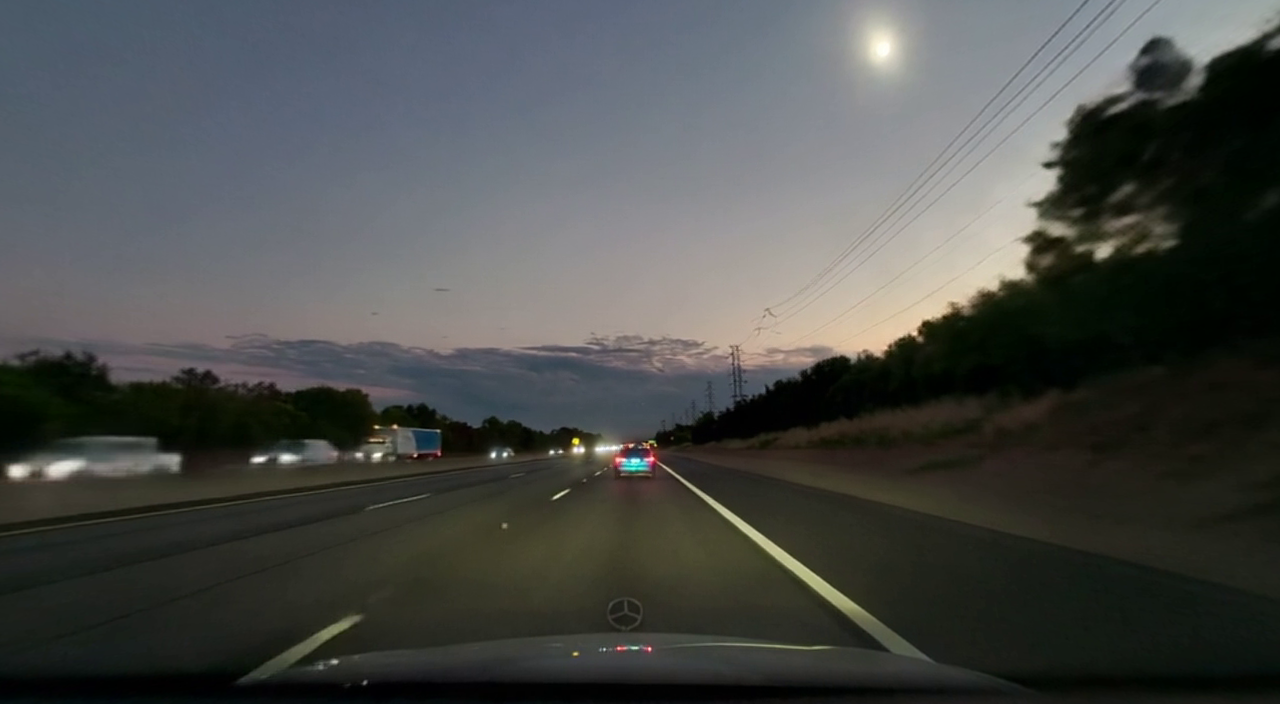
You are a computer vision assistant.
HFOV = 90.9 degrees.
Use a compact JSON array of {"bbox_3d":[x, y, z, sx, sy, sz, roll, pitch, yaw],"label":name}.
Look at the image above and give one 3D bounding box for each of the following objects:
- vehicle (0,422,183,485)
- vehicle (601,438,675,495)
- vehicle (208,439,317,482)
[{"bbox_3d":[-20.549,3.284,20.540,2.783,1.863,11.406,0,-8,1],"label":"vehicle"},{"bbox_3d":[-0.092,3.395,18.993,1.966,1.499,4.298,0,-9,-1],"label":"vehicle"},{"bbox_3d":[-16.403,4.735,27.700,2.188,1.702,4.112,0,-9,0],"label":"vehicle"}]
